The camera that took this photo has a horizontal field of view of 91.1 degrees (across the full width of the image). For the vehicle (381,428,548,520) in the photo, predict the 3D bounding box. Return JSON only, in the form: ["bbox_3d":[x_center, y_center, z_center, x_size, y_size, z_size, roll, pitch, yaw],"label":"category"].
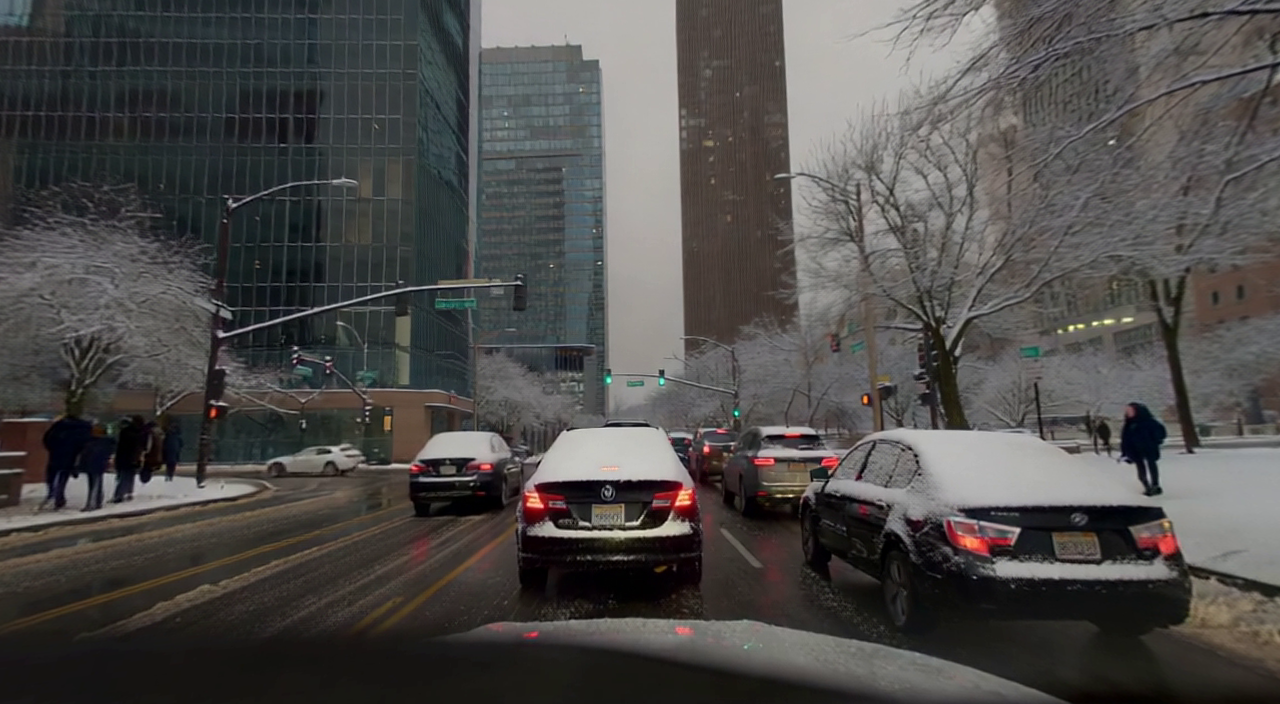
[{"bbox_3d":[-3.238,2.338,12.617,2.068,1.513,4.221,0,-8,1],"label":"vehicle"}]

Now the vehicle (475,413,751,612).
[{"bbox_3d":[-0.260,1.507,6.828,2.072,1.476,4.078,0,-8,-2],"label":"vehicle"}]

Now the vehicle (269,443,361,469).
[{"bbox_3d":[-19.339,6.155,37.345,4.648,1.496,1.971,-2,-9,15],"label":"vehicle"}]

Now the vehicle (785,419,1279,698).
[{"bbox_3d":[2.756,1.405,5.487,1.952,1.464,4.165,0,-8,-1],"label":"vehicle"}]

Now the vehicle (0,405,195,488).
[{"bbox_3d":[-26.247,4.347,29.063,8.989,3.623,2.884,0,-8,1],"label":"vehicle"}]
